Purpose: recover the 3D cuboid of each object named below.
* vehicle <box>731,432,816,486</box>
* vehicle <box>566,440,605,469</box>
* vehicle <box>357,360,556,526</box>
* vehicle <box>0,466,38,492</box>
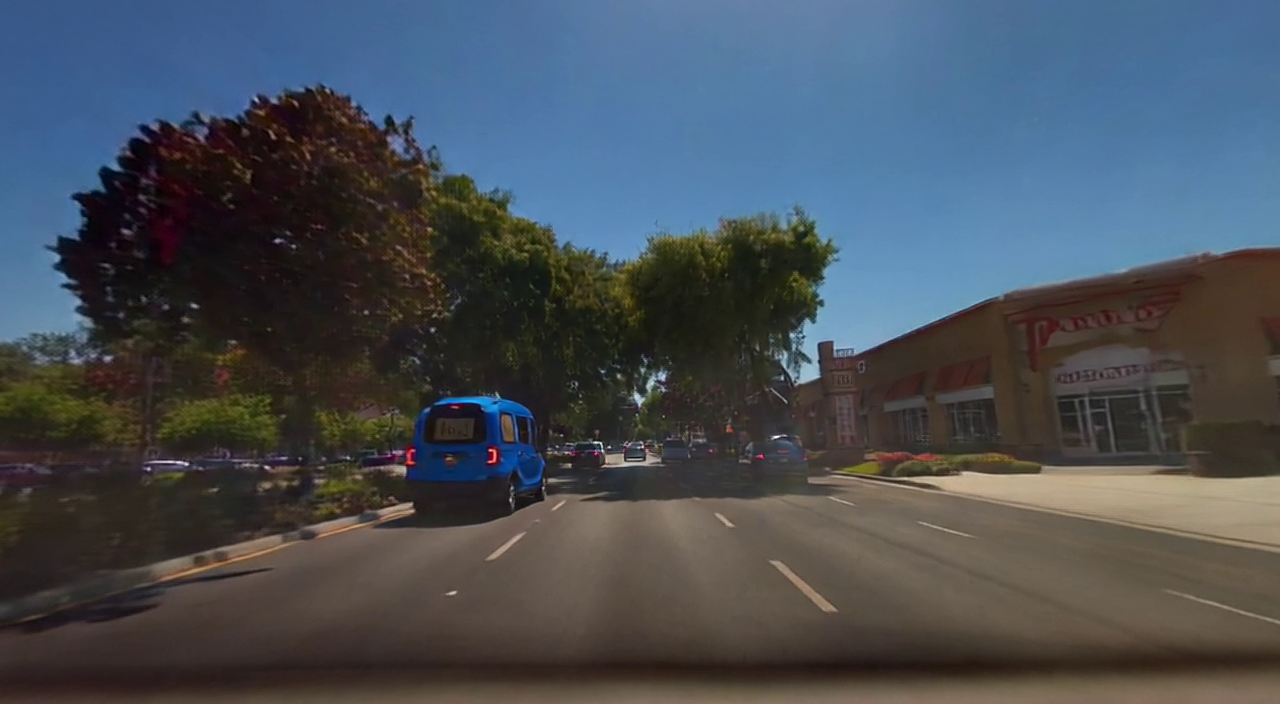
[{"bbox_3d":[4.403,3.596,21.464,1.869,1.646,4.166,0,-9,-1],"label":"vehicle"},{"bbox_3d":[-3.363,6.422,39.712,2.030,1.724,4.365,0,-9,1],"label":"vehicle"},{"bbox_3d":[-3.475,1.965,13.652,2.443,2.784,5.862,0,-9,1],"label":"vehicle"},{"bbox_3d":[-42.072,8.479,42.289,4.478,1.494,1.934,-8,-11,40],"label":"vehicle"}]
